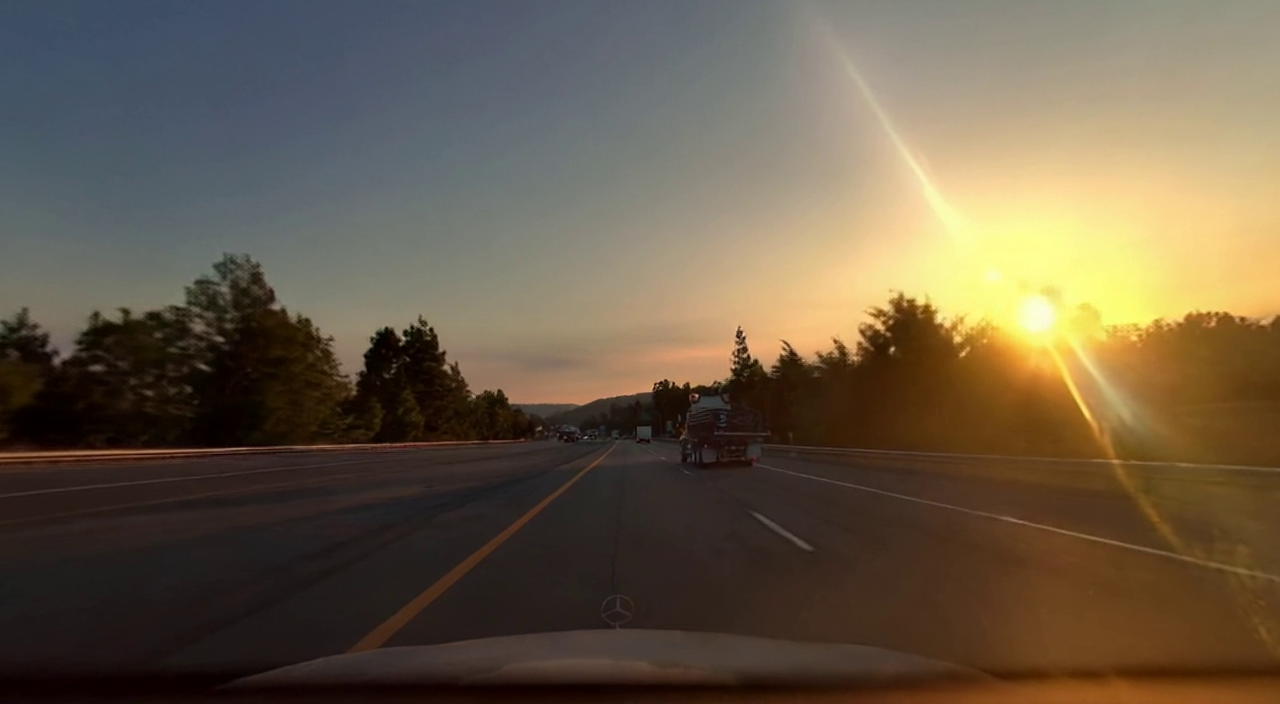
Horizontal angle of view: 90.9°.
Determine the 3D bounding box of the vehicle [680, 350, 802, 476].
[{"bbox_3d":[3.550,2.659,25.453,2.911,3.994,10.840,0,-8,-1],"label":"vehicle"}]
